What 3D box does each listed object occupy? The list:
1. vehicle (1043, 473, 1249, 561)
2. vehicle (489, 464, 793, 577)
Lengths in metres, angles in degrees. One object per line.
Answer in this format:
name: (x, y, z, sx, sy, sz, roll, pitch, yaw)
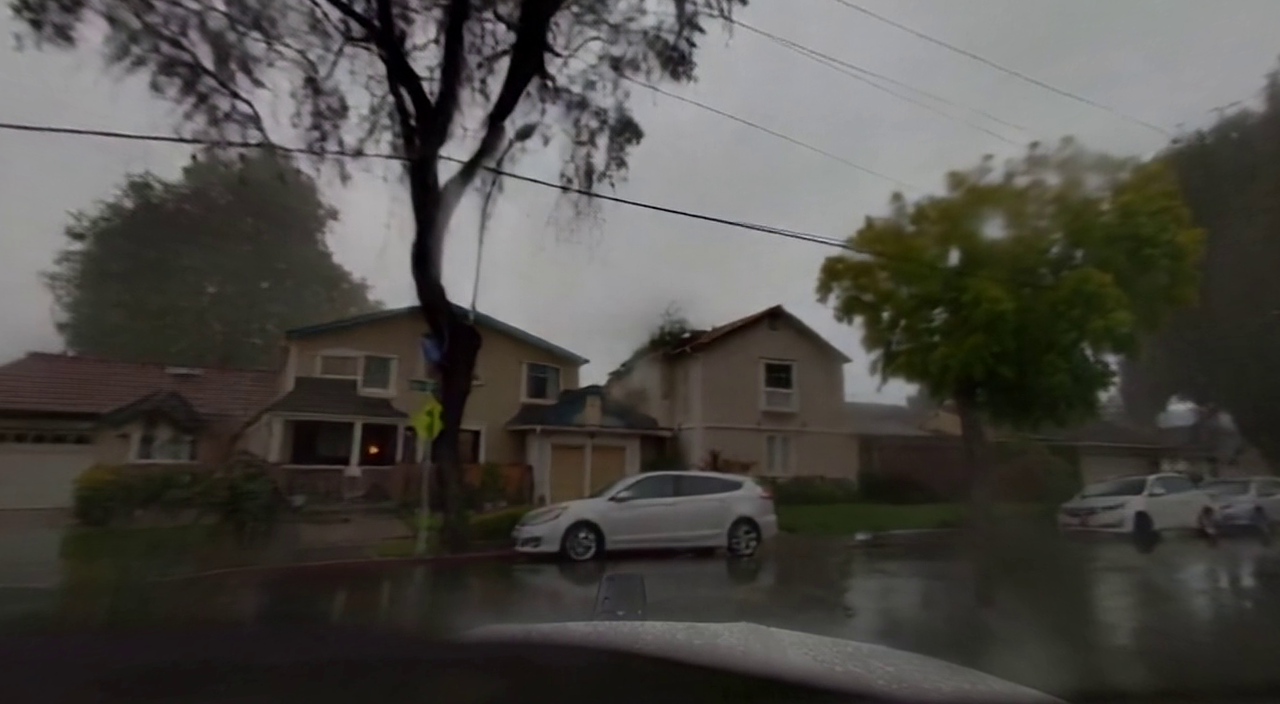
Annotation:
vehicle: (12.205, 3.848, 15.242, 4.442, 1.675, 1.909, 4, -10, -24)
vehicle: (0.033, 2.568, 10.078, 4.469, 1.391, 1.746, 4, -13, -25)
